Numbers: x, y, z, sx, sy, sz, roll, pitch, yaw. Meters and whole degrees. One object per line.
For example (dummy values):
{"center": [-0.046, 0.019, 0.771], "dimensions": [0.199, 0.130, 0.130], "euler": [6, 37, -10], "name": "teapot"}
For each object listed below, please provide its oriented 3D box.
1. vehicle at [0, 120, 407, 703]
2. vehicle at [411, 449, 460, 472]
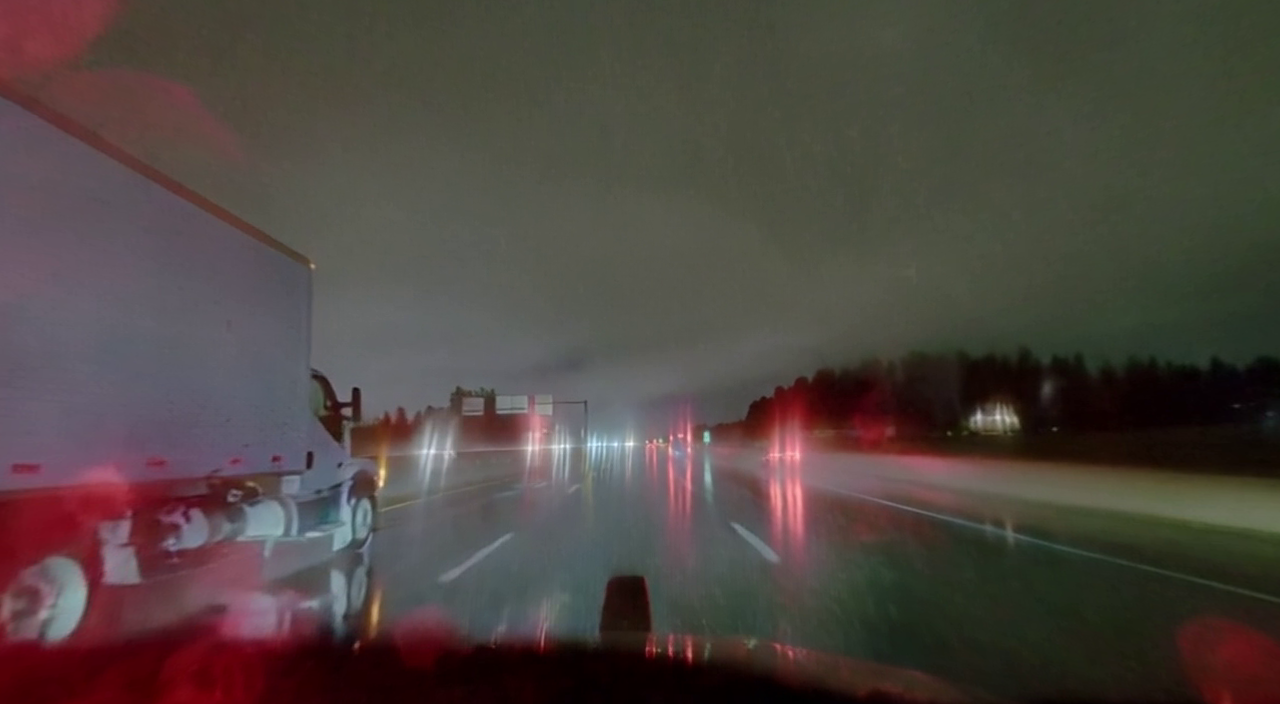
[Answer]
{"center": [-3.936, 0.504, 3.872], "dimensions": [2.443, 2.586, 6.701], "euler": [0, -8, 0], "name": "vehicle"}
{"center": [-14.807, 7.849, 45.751], "dimensions": [2.009, 1.537, 4.411], "euler": [0, -8, 0], "name": "vehicle"}
